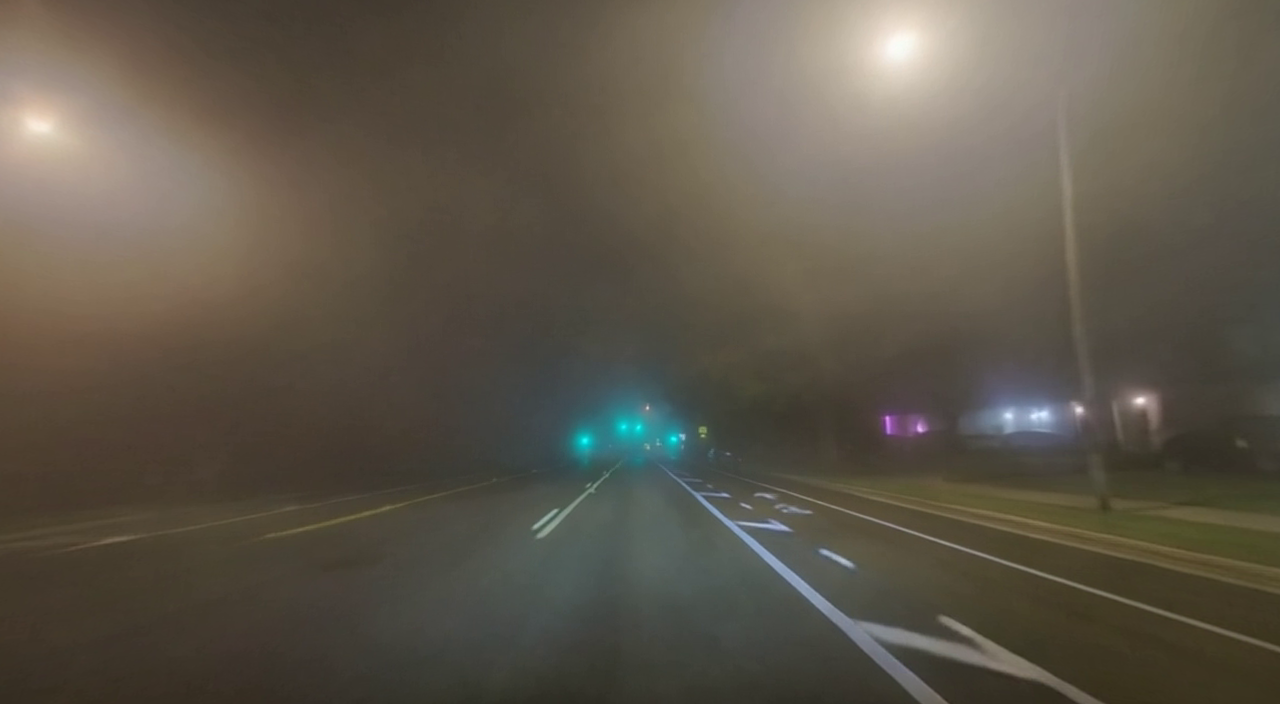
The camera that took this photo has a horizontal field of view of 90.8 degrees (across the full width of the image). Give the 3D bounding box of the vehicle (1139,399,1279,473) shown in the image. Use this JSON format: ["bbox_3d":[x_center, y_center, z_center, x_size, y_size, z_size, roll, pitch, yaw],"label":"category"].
[{"bbox_3d":[15.137,2.122,15.604,1.908,1.610,4.582,0,-9,2],"label":"vehicle"}]

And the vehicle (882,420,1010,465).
[{"bbox_3d":[15.193,4.557,31.603,5.136,1.795,2.244,-4,-9,-3],"label":"vehicle"}]

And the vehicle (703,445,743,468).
[{"bbox_3d":[5.259,6.706,40.769,1.984,1.418,4.709,0,-9,1],"label":"vehicle"}]

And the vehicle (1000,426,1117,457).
[{"bbox_3d":[21.016,4.522,31.844,4.479,1.474,1.907,0,-8,-1],"label":"vehicle"}]
